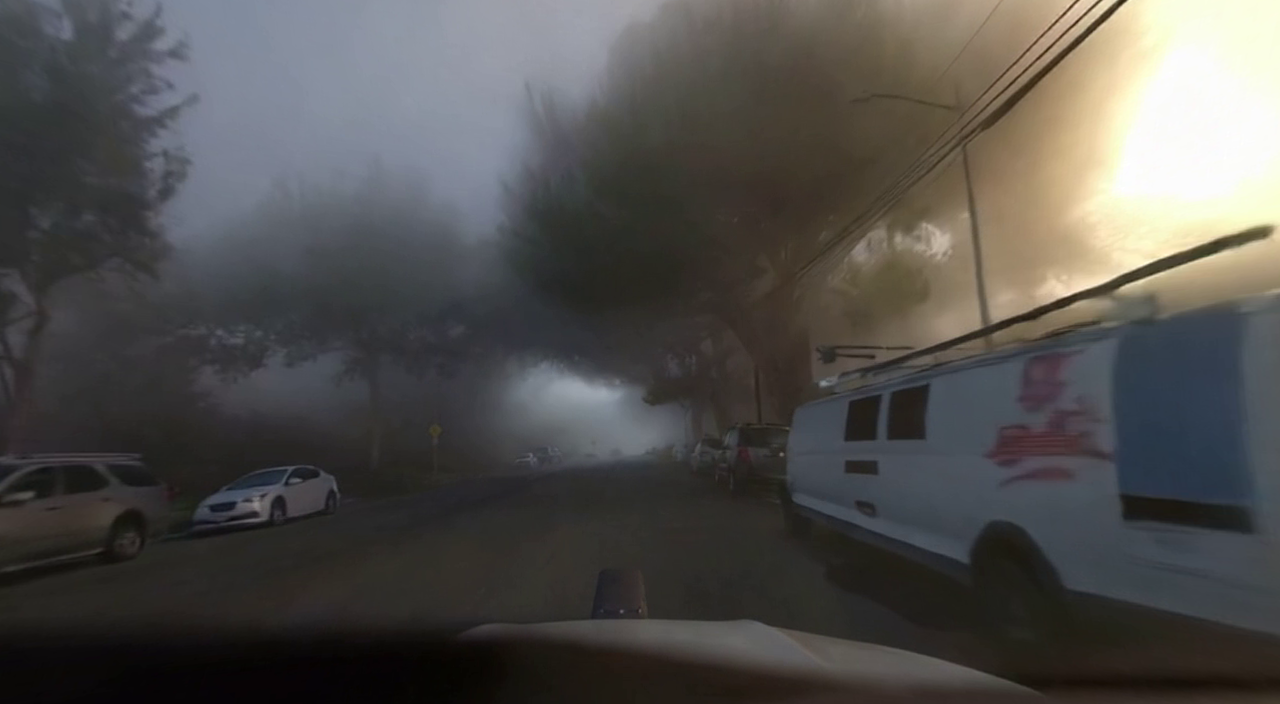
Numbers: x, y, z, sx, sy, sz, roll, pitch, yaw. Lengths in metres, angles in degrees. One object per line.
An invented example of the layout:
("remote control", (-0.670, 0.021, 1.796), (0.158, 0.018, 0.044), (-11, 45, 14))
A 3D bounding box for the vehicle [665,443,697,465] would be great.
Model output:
("vehicle", (2.964, 7.455, 46.493), (1.927, 1.529, 4.144), (0, -9, -3))

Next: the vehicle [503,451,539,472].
("vehicle", (-8.730, 8.051, 46.559), (1.937, 1.427, 4.510), (0, -9, -2))

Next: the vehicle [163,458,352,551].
("vehicle", (-8.456, 3.329, 14.448), (1.839, 1.384, 4.124), (-7, -7, -2))

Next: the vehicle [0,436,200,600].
("vehicle", (-8.477, 2.155, 8.324), (2.163, 1.841, 4.679), (-6, -7, -2))

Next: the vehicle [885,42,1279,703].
("vehicle", (3.067, 0.406, 2.840), (2.233, 2.453, 3.787), (0, -9, -2))
